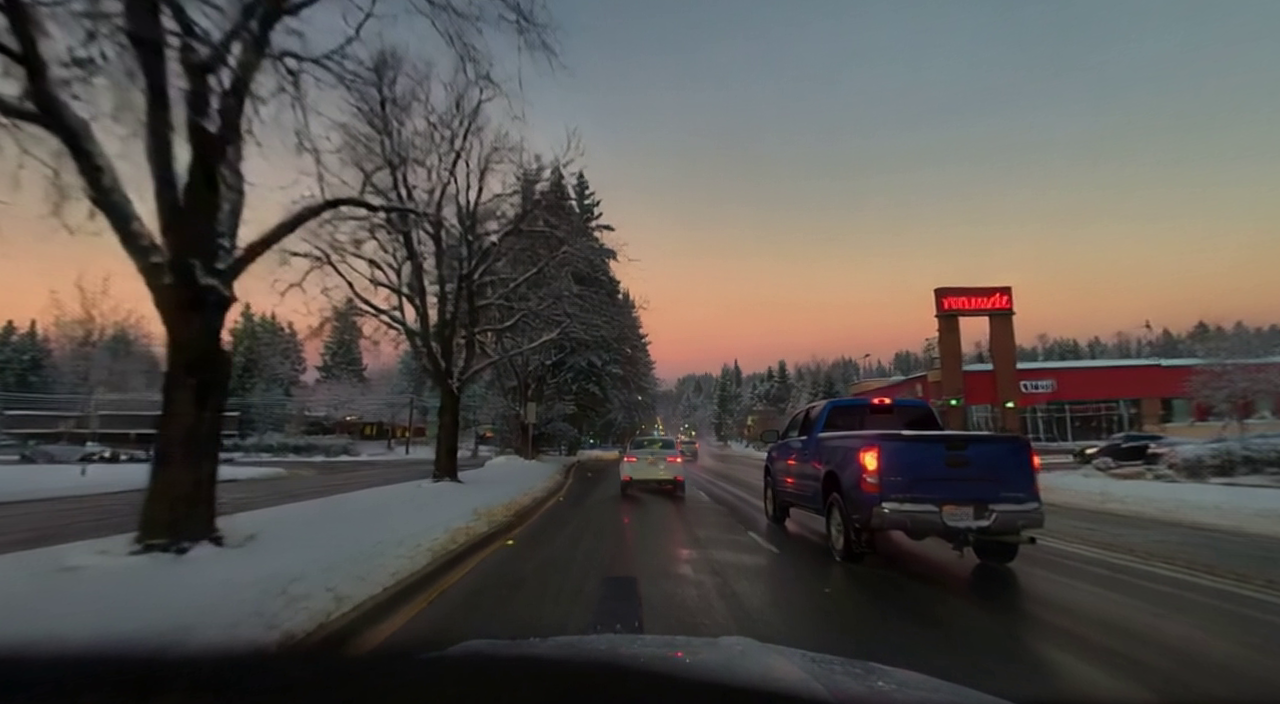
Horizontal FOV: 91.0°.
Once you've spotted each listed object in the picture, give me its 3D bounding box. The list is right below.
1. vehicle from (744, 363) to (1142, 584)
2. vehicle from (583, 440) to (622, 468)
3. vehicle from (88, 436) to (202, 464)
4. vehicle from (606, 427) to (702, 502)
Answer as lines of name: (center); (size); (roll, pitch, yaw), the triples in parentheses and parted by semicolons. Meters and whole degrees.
vehicle: (3.407, 1.608, 9.125); (2.731, 2.101, 6.047); (0, -9, 0)
vehicle: (-2.153, 5.679, 35.246); (1.960, 1.475, 4.161); (1, -9, -6)
vehicle: (-32.646, 6.469, 41.630); (5.603, 1.772, 2.150); (1, -9, -3)
vehicle: (0.313, 2.811, 16.083); (2.145, 1.650, 4.021); (0, -9, 0)
